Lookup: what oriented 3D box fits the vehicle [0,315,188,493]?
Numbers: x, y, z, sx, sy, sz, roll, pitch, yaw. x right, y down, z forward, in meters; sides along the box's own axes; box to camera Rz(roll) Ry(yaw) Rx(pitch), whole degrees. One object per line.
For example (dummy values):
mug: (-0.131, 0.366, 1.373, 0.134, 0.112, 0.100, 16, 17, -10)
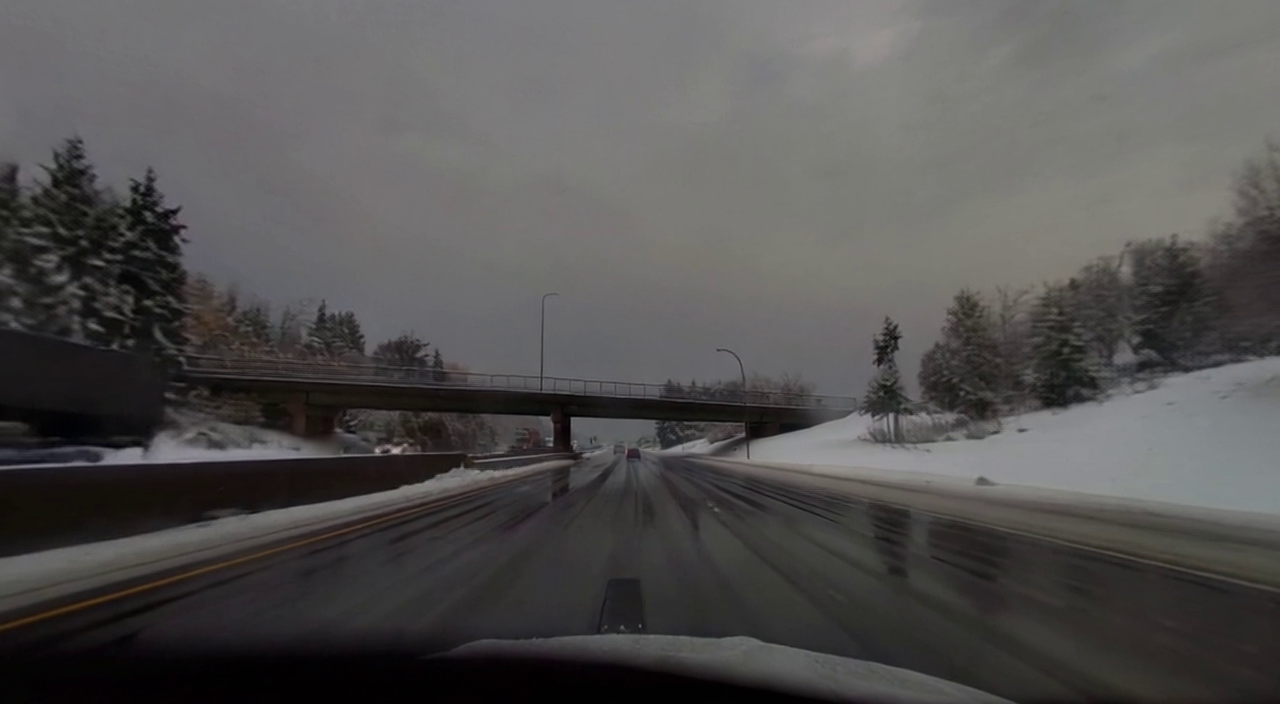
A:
vehicle: (-16.111, 0.765, 11.713, 2.994, 4.027, 16.848, 0, -9, 0)
